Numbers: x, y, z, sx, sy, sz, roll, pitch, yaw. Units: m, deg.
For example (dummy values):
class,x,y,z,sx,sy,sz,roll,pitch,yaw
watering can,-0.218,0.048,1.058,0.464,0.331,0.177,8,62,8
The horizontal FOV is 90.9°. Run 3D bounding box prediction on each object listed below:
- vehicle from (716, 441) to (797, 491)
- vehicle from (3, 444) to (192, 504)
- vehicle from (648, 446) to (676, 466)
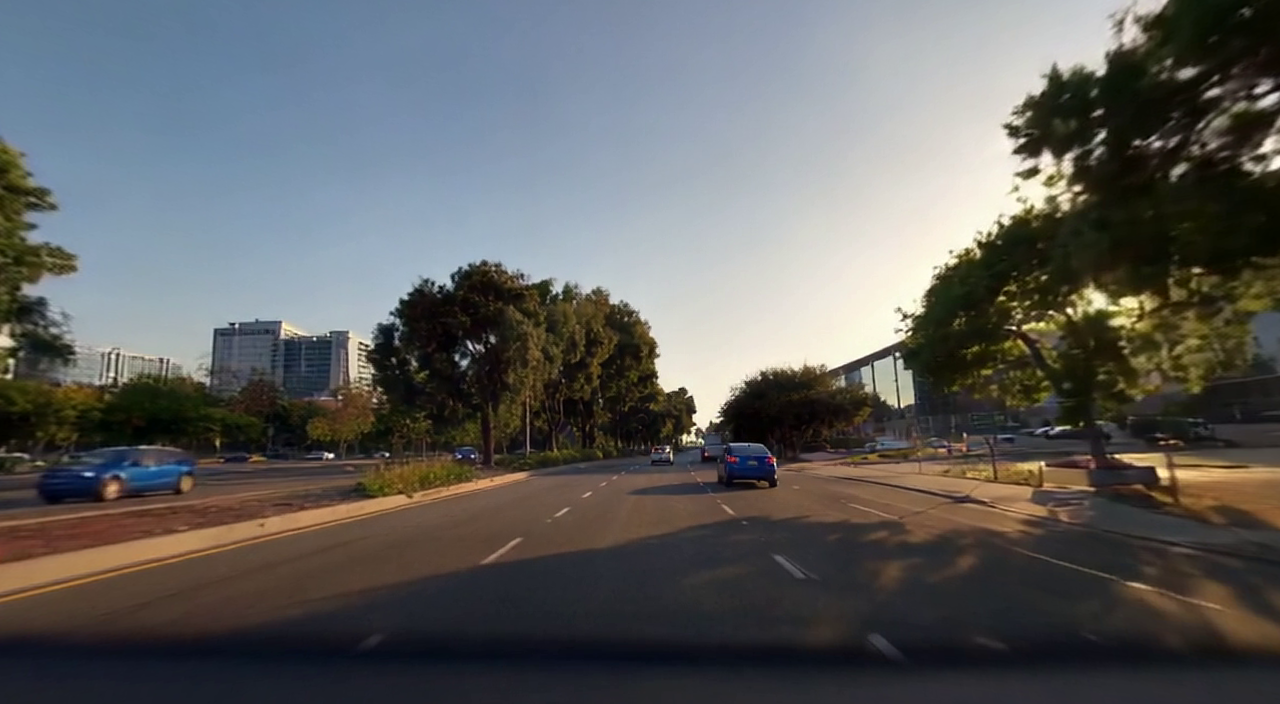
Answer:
class,x,y,z,sx,sy,sz,roll,pitch,yaw
vehicle,3.879,3.891,21.880,1.981,1.499,4.536,0,-9,1
vehicle,-14.696,3.286,17.435,1.809,1.434,3.952,0,-9,-3
vehicle,1.759,8.086,49.284,2.059,1.477,3.988,-1,-9,4
